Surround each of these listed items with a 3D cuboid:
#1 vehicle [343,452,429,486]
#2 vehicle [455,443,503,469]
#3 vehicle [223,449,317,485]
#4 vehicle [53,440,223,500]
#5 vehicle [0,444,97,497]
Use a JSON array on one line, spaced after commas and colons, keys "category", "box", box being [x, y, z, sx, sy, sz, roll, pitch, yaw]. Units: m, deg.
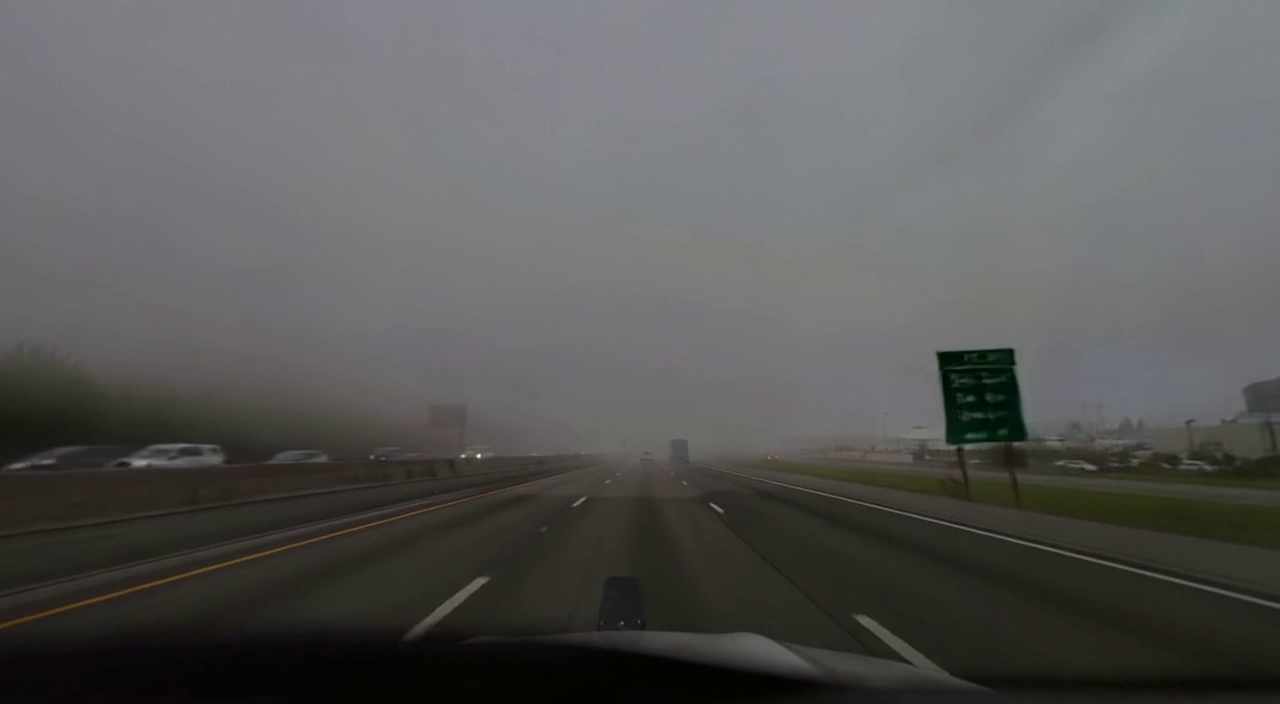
[{"category": "vehicle", "box": [-11.690, 5.379, 29.410, 2.007, 1.427, 4.564, -1, -9, 2]}, {"category": "vehicle", "box": [-11.415, 7.413, 45.112, 2.060, 1.730, 5.120, 0, -9, 0]}, {"category": "vehicle", "box": [-16.154, 5.031, 27.748, 1.835, 1.455, 3.673, -1, -9, 1]}, {"category": "vehicle", "box": [-16.061, 3.777, 20.550, 1.883, 1.691, 4.383, 0, -9, 0]}, {"category": "vehicle", "box": [-20.106, 3.742, 20.090, 1.882, 1.583, 4.054, 0, -9, 0]}]
